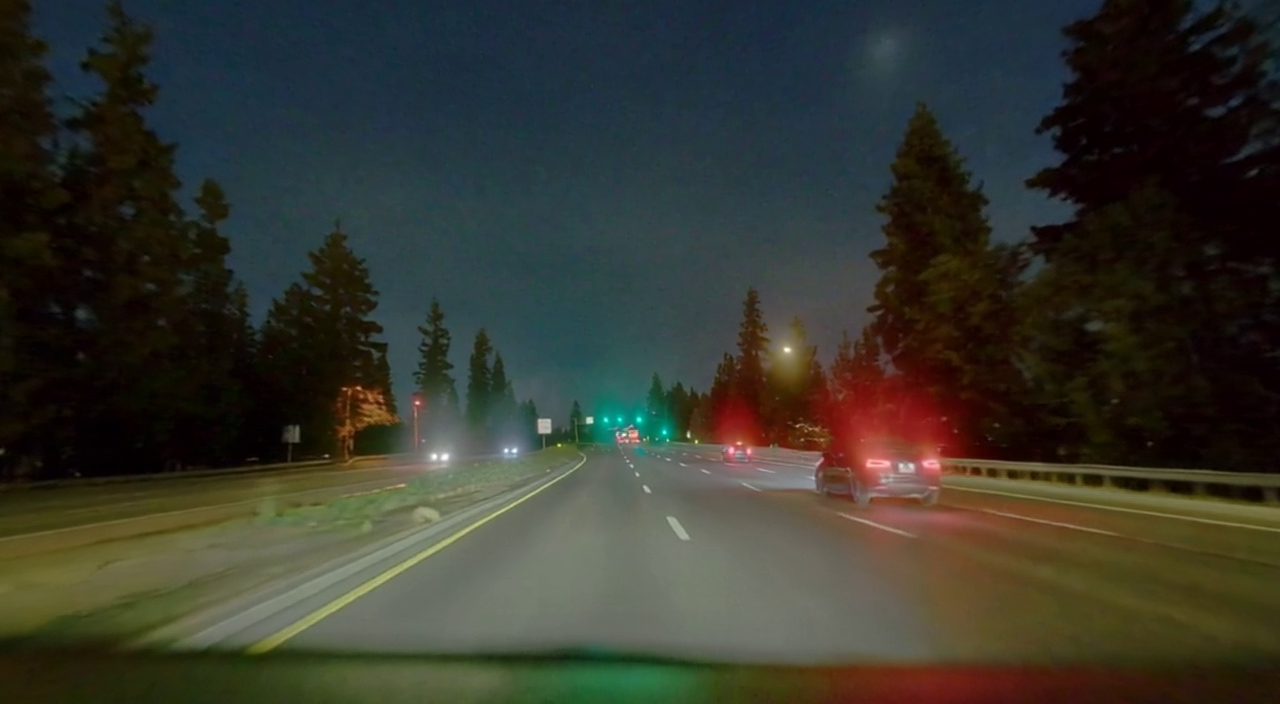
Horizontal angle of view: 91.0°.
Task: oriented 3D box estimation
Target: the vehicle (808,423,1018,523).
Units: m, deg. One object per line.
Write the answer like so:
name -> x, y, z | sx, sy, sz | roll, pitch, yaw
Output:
vehicle -> 5.301, 2.414, 13.123 | 2.066, 1.683, 4.675 | 0, -8, -3
